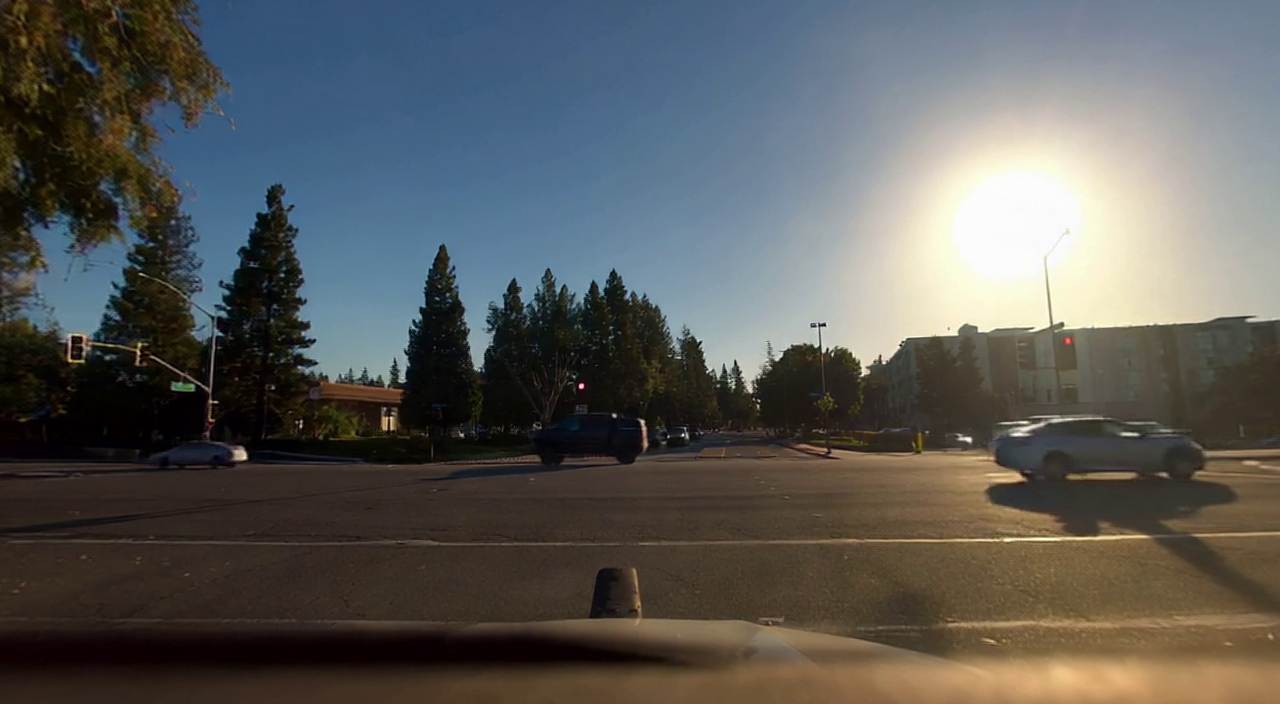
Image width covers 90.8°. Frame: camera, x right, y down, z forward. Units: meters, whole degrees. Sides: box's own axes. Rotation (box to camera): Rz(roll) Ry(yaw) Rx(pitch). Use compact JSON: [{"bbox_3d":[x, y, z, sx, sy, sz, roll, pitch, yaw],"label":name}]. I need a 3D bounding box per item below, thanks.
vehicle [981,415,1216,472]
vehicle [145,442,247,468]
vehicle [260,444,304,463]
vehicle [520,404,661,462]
[{"bbox_3d":[12.638,2.576,17.789,4.836,1.445,2.057,-2,-9,10],"label":"vehicle"},{"bbox_3d":[-26.110,6.036,37.185,4.860,1.441,1.934,-2,-8,10],"label":"vehicle"},{"bbox_3d":[-28.029,7.918,49.565,2.235,1.417,4.272,3,-9,-19],"label":"vehicle"},{"bbox_3d":[-2.841,4.813,37.096,7.790,3.197,2.653,-2,-9,10],"label":"vehicle"}]
